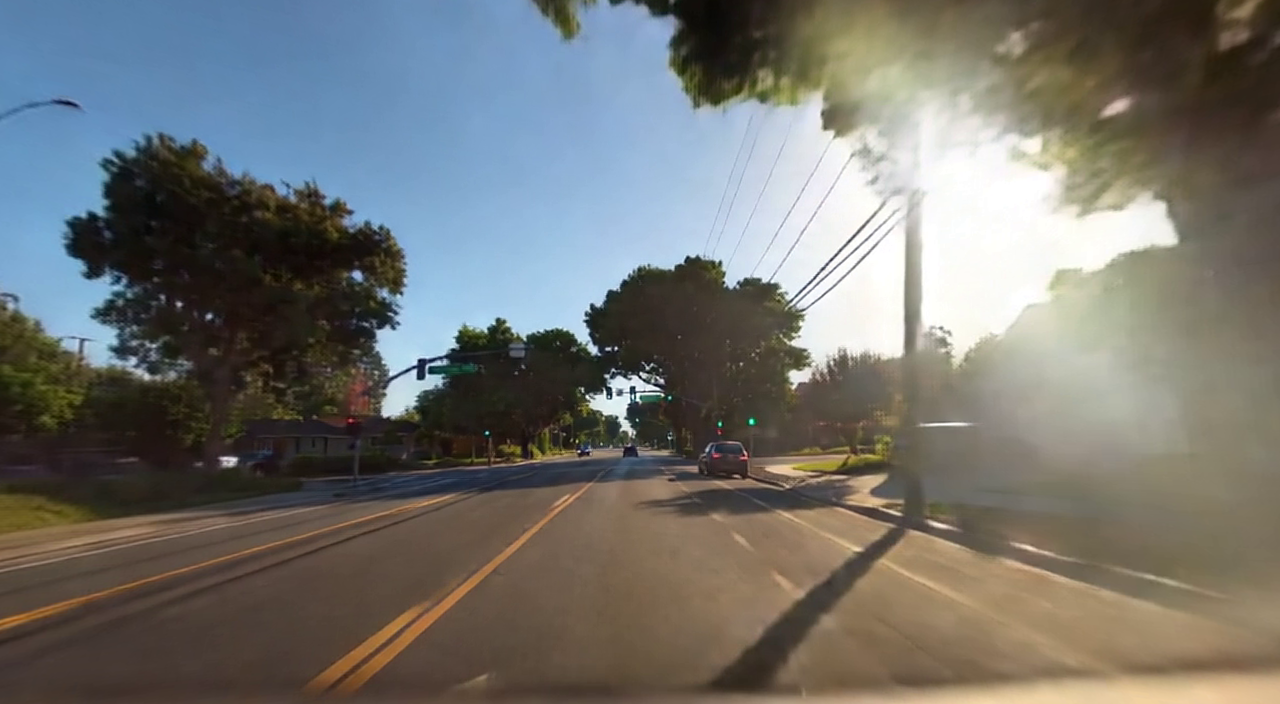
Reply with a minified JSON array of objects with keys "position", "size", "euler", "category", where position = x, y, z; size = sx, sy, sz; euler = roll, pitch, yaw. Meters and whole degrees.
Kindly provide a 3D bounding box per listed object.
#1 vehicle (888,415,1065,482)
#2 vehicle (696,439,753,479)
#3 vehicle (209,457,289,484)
[{"position":[10.176,2.998,19.497],"size":[4.434,1.730,2.081],"euler":[-7,-10,23],"category":"vehicle"},{"position":[3.813,4.881,29.121],"size":[1.900,1.661,4.346],"euler":[1,-8,-2],"category":"vehicle"},{"position":[-29.698,9.013,48.107],"size":[4.830,1.521,1.948],"euler":[-5,-10,-1],"category":"vehicle"}]
